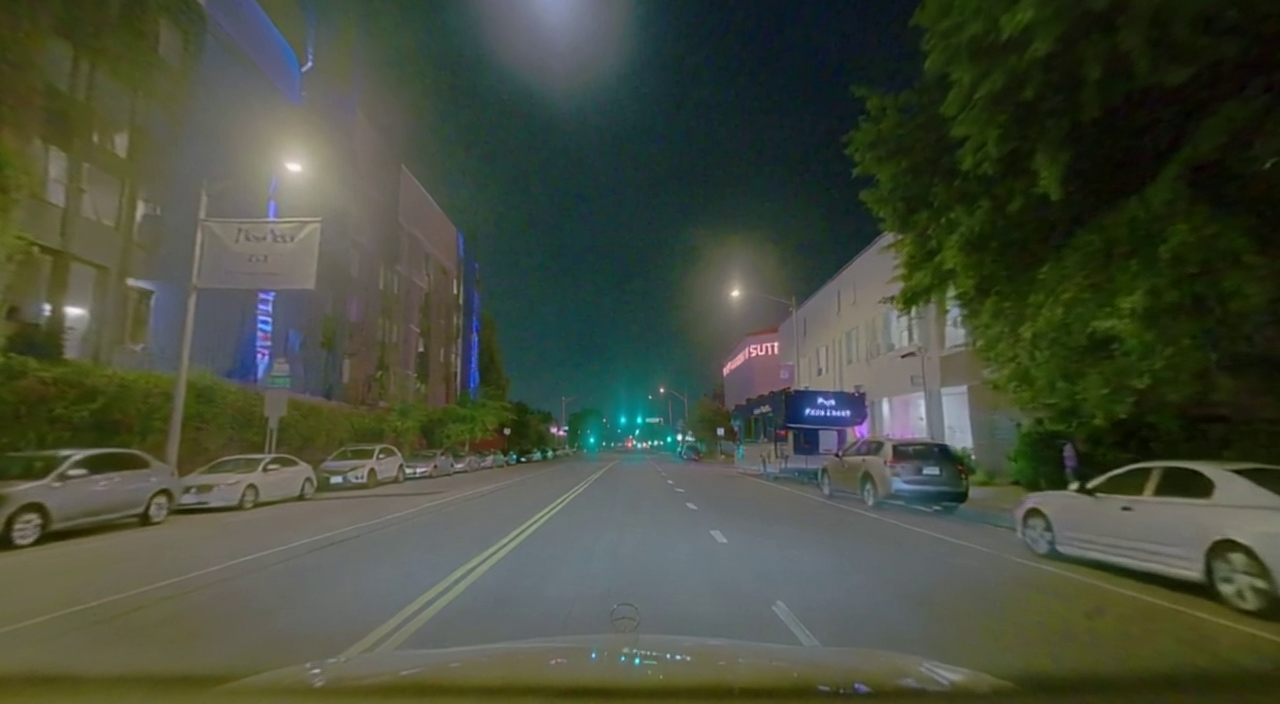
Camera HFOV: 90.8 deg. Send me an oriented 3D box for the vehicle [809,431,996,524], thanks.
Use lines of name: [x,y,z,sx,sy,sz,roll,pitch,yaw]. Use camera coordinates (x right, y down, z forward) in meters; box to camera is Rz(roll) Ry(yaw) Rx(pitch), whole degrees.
vehicle: [5.895,2.865,15.161,2.154,1.804,5.341,0,-8,0]

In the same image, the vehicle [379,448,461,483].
vehicle: [-10.105,5.230,29.476,2.078,1.427,4.900,0,-8,0]

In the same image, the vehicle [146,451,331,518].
vehicle: [-10.038,3.303,16.338,1.802,1.439,4.546,0,-8,0]

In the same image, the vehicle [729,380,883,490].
vehicle: [5.960,3.360,25.012,3.102,3.473,9.734,0,-8,-2]

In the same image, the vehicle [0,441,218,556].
vehicle: [-10.033,2.343,10.855,2.230,1.577,4.871,0,-8,-1]

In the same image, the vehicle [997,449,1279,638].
vehicle: [6.117,1.792,6.649,1.939,1.491,4.521,0,-8,-2]

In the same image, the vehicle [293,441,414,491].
vehicle: [-10.093,4.045,22.746,2.276,1.597,4.421,0,-8,0]
